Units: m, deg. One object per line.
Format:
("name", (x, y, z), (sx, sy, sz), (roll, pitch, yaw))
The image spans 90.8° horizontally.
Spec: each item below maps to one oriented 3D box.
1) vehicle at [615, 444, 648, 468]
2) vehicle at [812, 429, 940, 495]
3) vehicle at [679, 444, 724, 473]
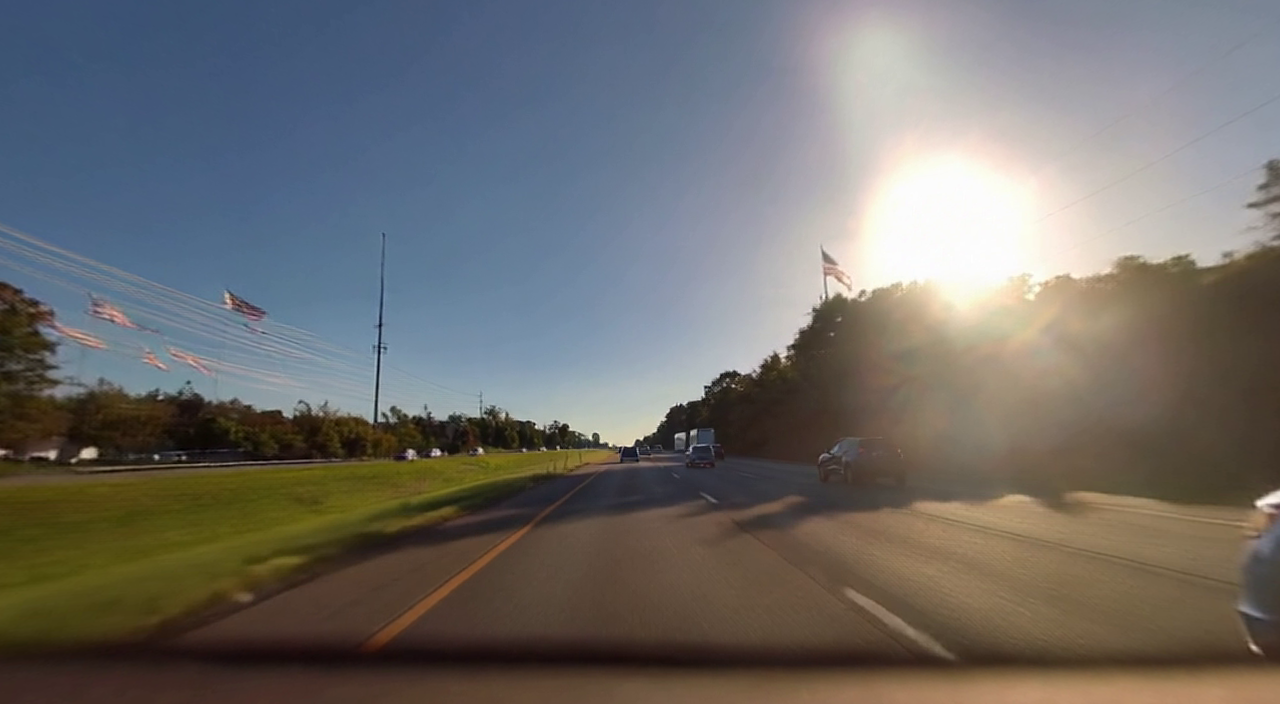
("vehicle", (-0.556, 6.793, 41.498), (2.085, 1.449, 3.860), (0, -8, -1))
("vehicle", (7.217, 3.405, 19.999), (2.114, 1.800, 4.779), (0, -8, -1))
("vehicle", (3.326, 5.837, 35.058), (1.978, 1.488, 4.252), (0, -8, -2))
